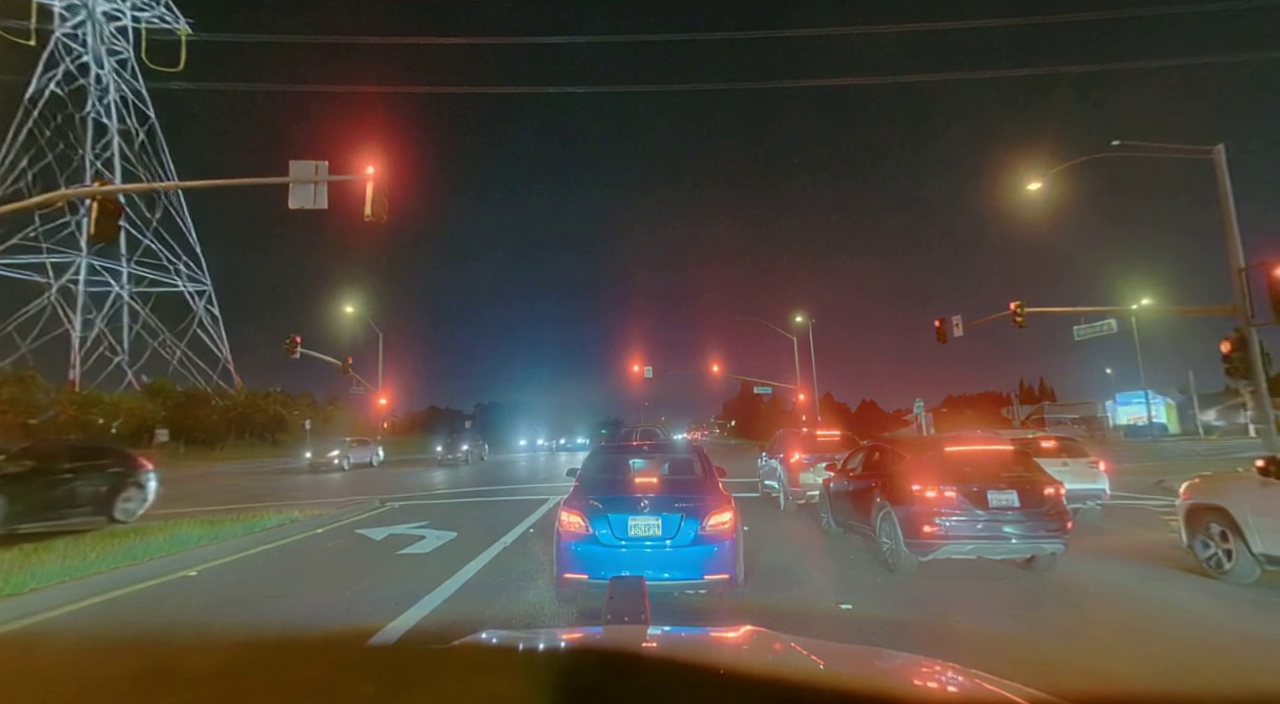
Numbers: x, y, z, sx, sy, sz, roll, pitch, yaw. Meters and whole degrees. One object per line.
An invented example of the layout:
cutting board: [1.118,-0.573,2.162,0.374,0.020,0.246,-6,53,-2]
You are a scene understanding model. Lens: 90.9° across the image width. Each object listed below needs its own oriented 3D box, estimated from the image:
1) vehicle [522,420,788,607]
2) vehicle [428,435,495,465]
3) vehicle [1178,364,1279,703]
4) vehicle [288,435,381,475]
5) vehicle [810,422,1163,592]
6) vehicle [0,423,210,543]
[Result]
vehicle: [0.106,1.596,7.126,2.117,1.474,4.036,0,-8,0]
vehicle: [-9.659,5.370,34.582,1.992,1.480,4.743,-1,-8,4]
vehicle: [3.409,0.589,0.629,1.926,1.614,4.330,0,-8,1]
vehicle: [-14.397,4.870,30.034,1.955,1.694,4.625,-1,-8,3]
vehicle: [3.646,1.683,7.723,1.835,1.473,4.190,0,-8,-2]
vehicle: [-10.379,2.179,10.985,2.239,1.719,4.948,0,-8,0]
